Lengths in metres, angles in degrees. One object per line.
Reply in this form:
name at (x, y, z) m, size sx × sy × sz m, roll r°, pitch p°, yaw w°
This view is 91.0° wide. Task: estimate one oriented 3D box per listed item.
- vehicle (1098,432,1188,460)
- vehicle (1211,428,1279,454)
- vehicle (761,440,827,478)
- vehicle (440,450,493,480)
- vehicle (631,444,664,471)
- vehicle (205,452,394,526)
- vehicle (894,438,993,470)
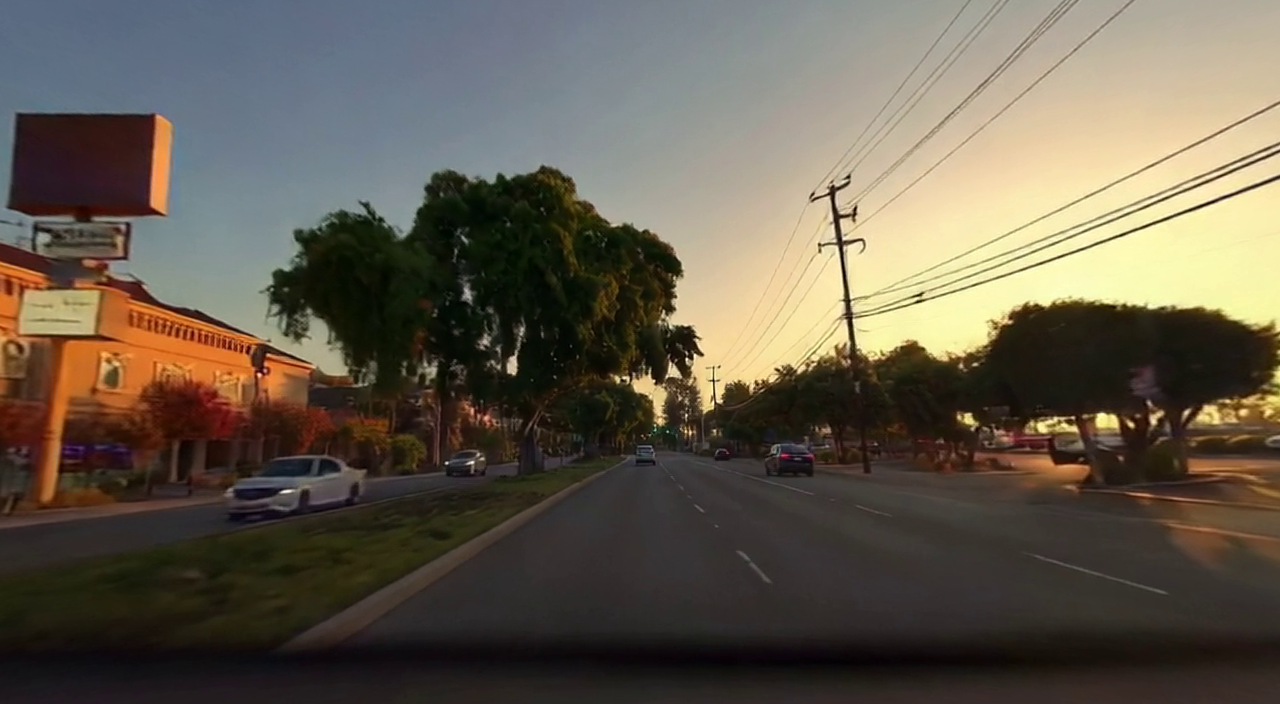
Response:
vehicle at (33.191, 6.218, 41.617) m, size 4.194 × 1.724 × 1.946 m, roll 0°, pitch -9°, yaw 2°
vehicle at (41.291, 5.994, 42.254) m, size 1.846 × 1.624 × 4.199 m, roll 0°, pitch -9°, yaw -2°
vehicle at (7.450, 5.214, 30.961) m, size 2.252 × 1.718 × 4.617 m, roll 0°, pitch -9°, yaw 2°
vehicle at (-11.148, 7.270, 40.866) m, size 2.057 × 1.766 × 4.793 m, roll 0°, pitch -9°, yaw 0°
vehicle at (0.556, 7.271, 43.549) m, size 2.138 × 1.702 × 4.168 m, roll 0°, pitch -9°, yaw 2°
vehicle at (-8.183, 3.300, 15.790) m, size 2.158 × 1.532 × 4.609 m, roll 0°, pitch -9°, yaw 0°
vehicle at (18.890, 6.353, 39.360) m, size 5.097 × 1.689 × 1.958 m, roll -2°, pitch -6°, yaw 0°
